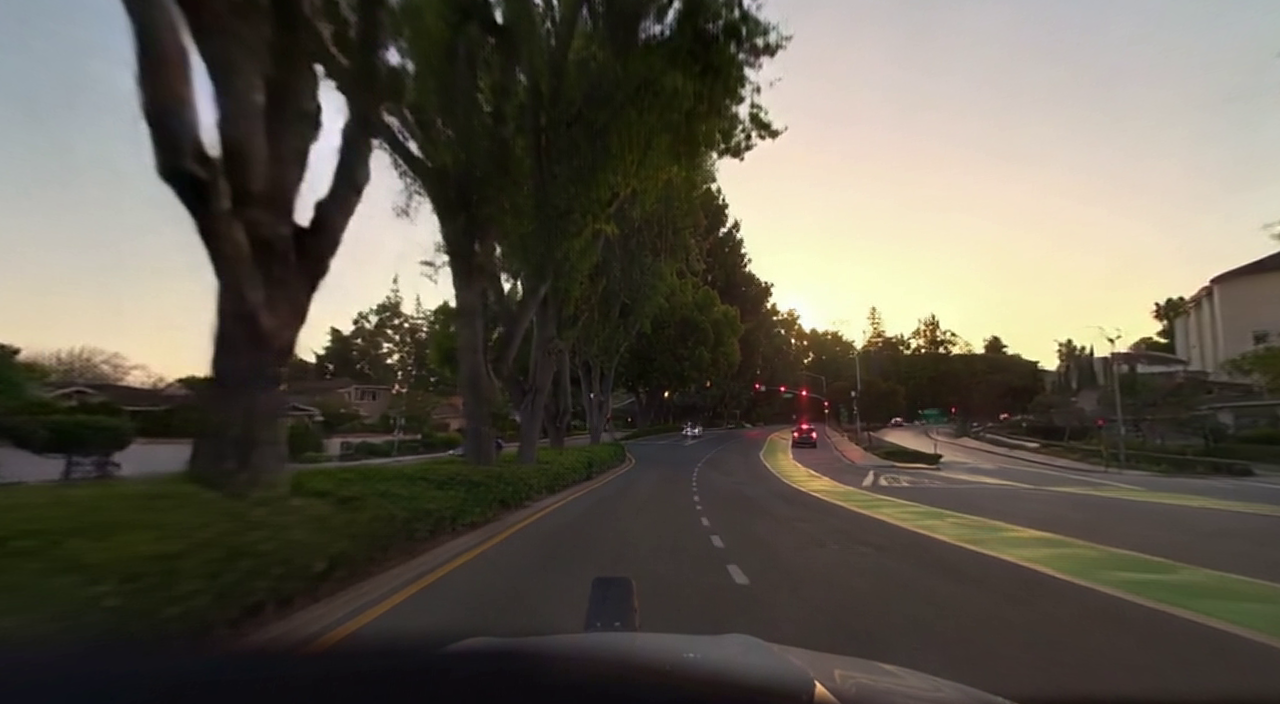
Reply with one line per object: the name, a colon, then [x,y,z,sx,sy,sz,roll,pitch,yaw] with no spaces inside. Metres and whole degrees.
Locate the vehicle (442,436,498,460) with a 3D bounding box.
vehicle: [-11.120,6.381,41.736,1.903,1.504,4.346,-2,-9,9]
